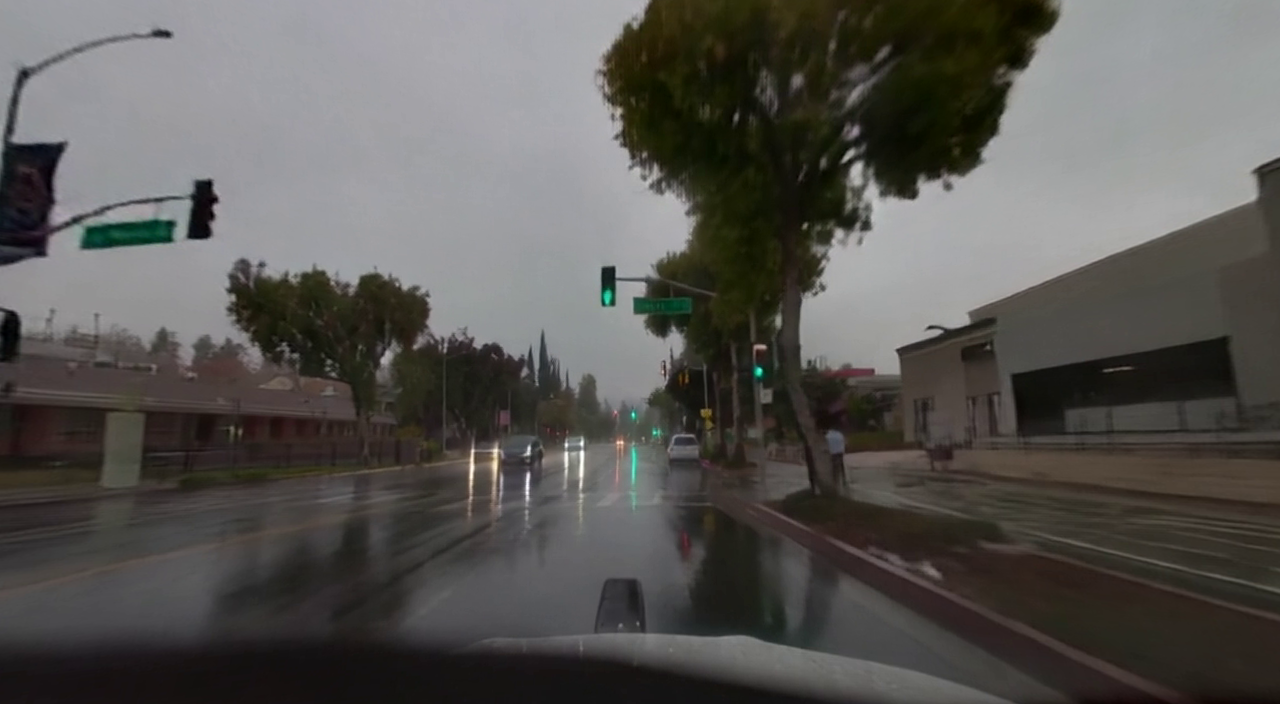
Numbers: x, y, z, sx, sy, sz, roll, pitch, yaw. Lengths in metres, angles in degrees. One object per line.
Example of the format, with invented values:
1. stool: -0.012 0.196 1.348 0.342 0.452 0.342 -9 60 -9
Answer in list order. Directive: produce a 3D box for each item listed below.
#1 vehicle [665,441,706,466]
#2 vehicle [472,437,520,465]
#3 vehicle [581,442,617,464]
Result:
1. vehicle: 2.848 6.463 40.421 2.034 1.491 4.618 0 -8 -3
2. vehicle: -10.015 6.914 44.368 2.116 1.817 4.964 0 -8 1
3. vehicle: -2.885 7.170 45.170 2.122 1.469 4.388 0 -8 2
